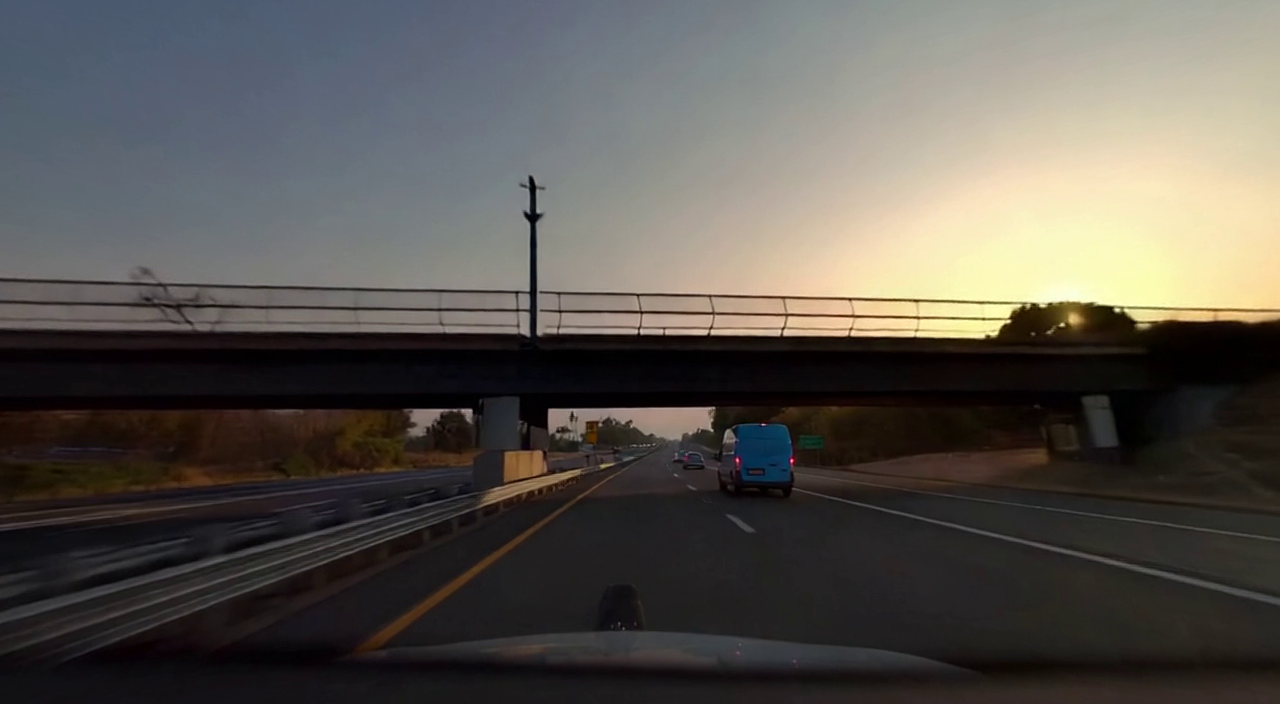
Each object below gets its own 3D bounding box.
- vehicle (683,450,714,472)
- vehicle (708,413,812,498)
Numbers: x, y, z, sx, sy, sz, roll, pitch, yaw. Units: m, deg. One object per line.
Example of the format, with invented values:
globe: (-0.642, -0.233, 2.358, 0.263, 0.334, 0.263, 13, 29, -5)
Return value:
vehicle: (4.509, 8.454, 48.837, 2.131, 1.665, 4.268, -1, -9, 1)
vehicle: (3.979, 3.613, 22.104, 2.560, 2.598, 5.581, 0, -9, 0)
